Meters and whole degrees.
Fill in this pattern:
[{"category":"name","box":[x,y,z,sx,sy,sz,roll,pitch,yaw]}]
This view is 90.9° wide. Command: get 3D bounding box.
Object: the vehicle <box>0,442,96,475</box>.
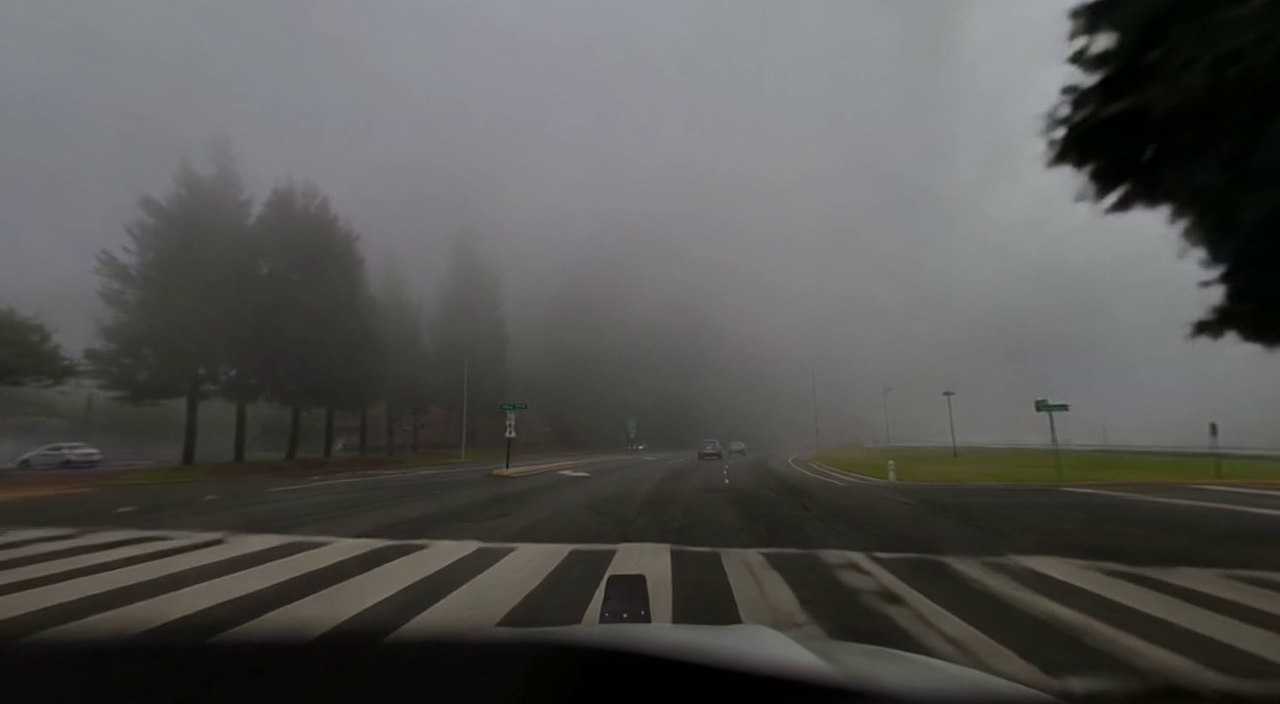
[{"category":"vehicle","box":[-33.562,5.927,35.396,4.787,1.709,2.164,-2,-8,16]}]
